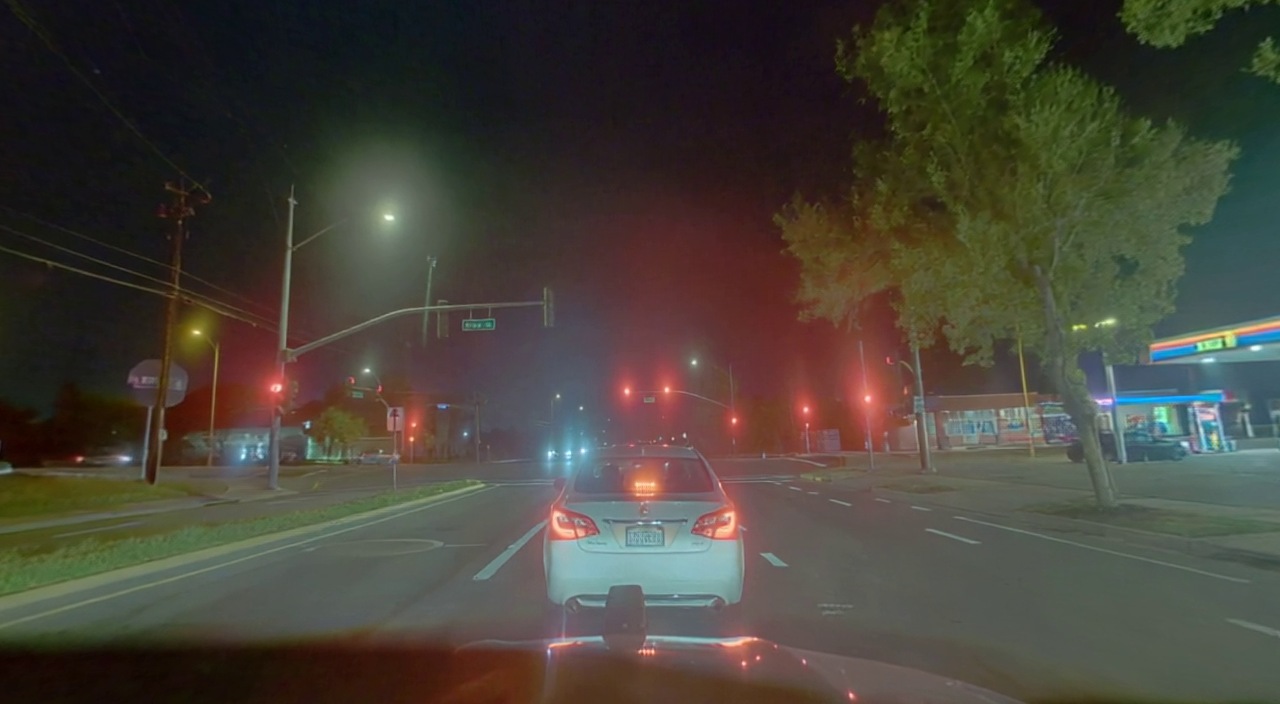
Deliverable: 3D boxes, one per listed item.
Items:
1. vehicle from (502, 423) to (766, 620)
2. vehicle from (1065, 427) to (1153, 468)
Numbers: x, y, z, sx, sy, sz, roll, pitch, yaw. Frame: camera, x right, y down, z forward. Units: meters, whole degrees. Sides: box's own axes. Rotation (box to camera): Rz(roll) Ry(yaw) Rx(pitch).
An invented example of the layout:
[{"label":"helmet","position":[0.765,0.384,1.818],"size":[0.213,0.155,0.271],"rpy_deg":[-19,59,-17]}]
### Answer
[{"label":"vehicle","position":[-0.049,1.597,6.906],"size":[2.010,1.482,4.057],"rpy_deg":[0,-8,0]},{"label":"vehicle","position":[18.587,3.759,24.904],"size":[4.091,1.495,2.053],"rpy_deg":[8,-12,-44]}]
